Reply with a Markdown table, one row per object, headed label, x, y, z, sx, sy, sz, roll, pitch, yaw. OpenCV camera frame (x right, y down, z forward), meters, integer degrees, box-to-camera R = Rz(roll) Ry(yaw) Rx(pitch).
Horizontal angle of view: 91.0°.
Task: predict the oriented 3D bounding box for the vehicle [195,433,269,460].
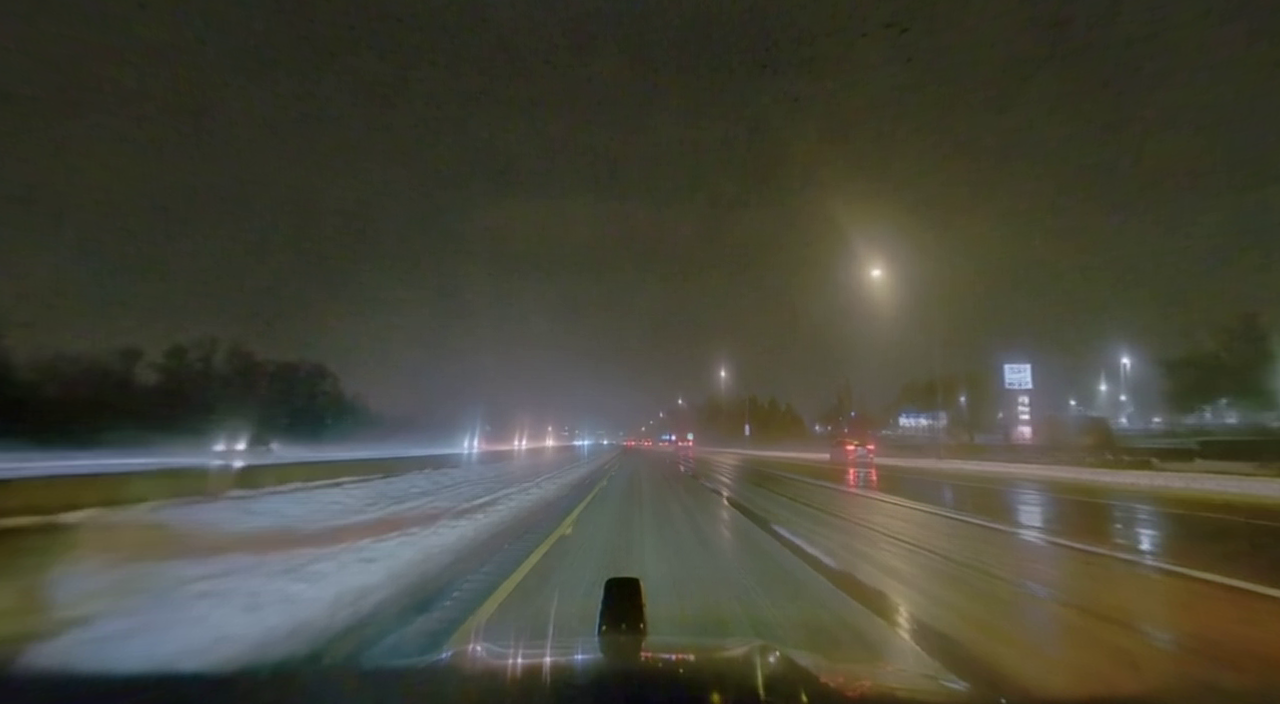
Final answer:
| label | x | y | z | sx | sy | sz | roll | pitch | yaw |
| --- | --- | --- | --- | --- | --- | --- | --- | --- | --- |
| vehicle | -23.554 | 5.460 | 36.461 | 1.891 | 1.457 | 3.494 | 0 | -8 | 0 |
